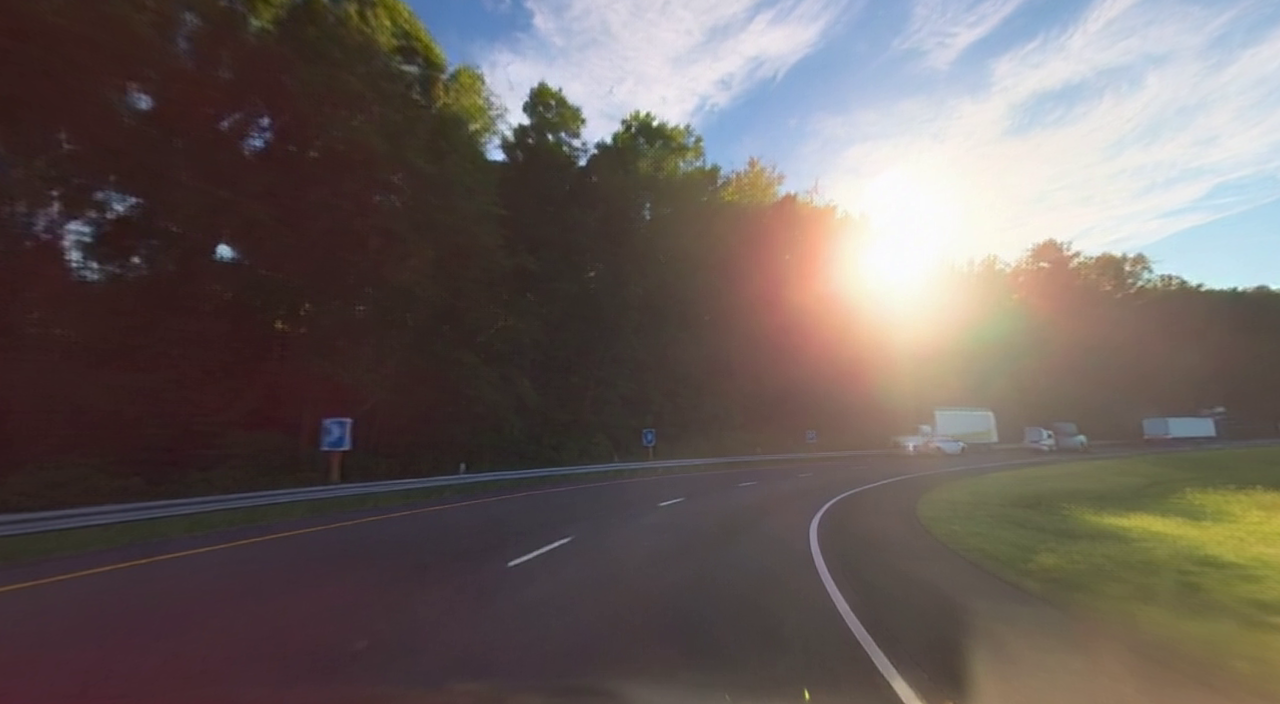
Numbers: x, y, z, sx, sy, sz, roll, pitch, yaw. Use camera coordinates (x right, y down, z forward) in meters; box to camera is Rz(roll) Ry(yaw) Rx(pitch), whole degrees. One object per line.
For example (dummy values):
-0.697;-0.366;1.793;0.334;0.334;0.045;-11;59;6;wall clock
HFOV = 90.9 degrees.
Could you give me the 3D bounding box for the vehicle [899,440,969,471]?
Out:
16.951;5.946;36.226;2.221;1.674;4.325;-9;-13;43;vehicle
